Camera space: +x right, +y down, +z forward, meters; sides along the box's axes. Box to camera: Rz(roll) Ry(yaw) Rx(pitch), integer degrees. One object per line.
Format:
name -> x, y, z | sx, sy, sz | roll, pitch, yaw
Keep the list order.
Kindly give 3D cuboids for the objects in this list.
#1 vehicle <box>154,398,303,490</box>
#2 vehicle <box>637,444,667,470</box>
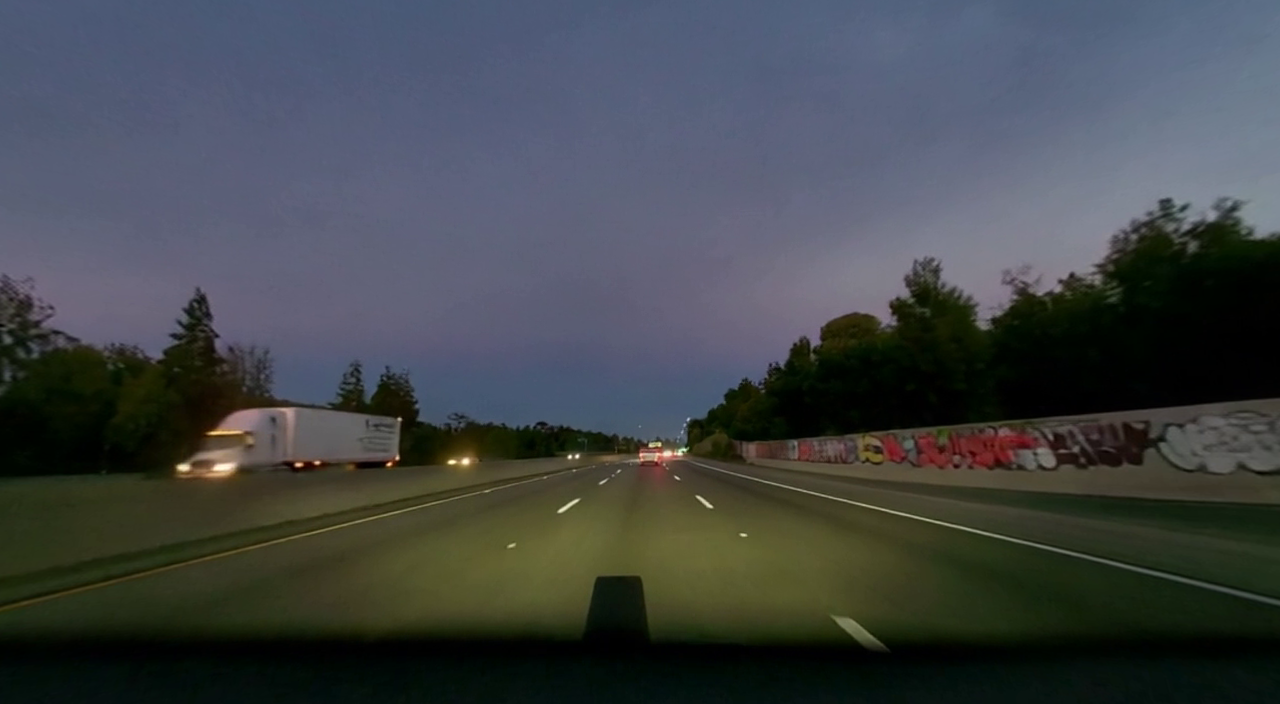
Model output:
vehicle -> -19.397, 4.378, 30.240 | 2.964, 3.952, 5.786 | 0, -8, 1
vehicle -> 0.926, 8.230, 49.547 | 2.279, 1.934, 4.268 | 0, -9, 0
